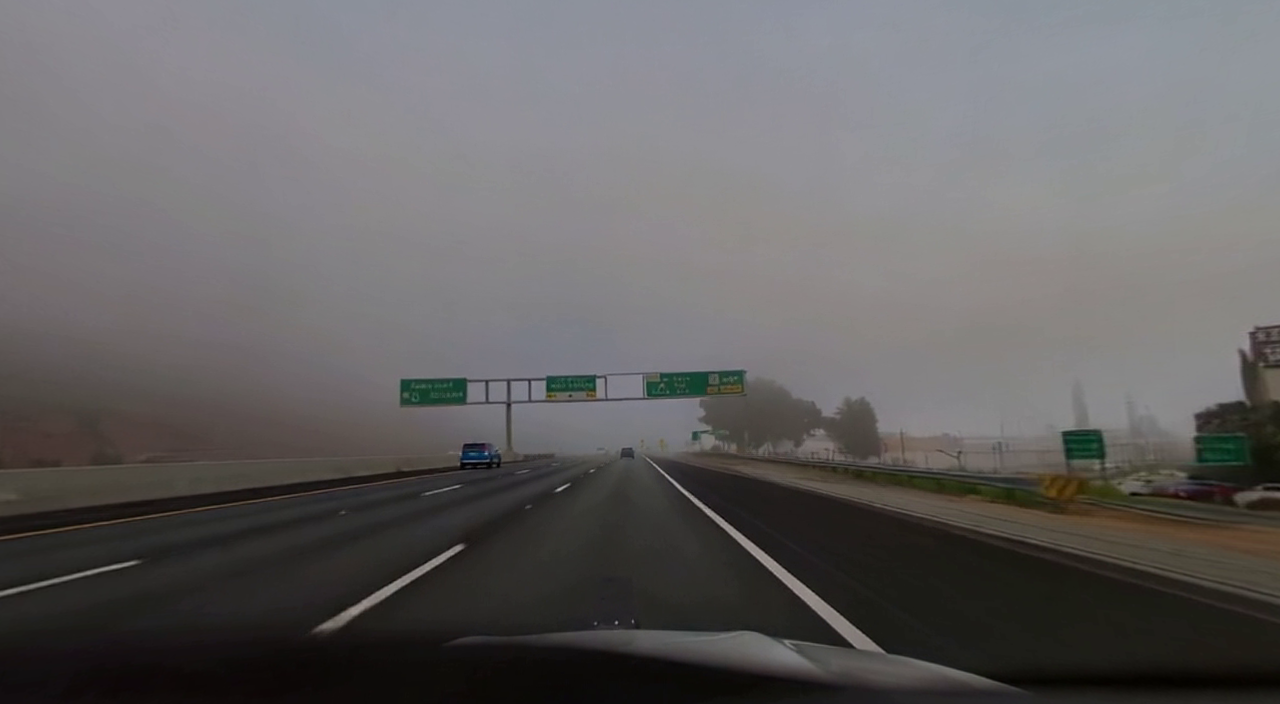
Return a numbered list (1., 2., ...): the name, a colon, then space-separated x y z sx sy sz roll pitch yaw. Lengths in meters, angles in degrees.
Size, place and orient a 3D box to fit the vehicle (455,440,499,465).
1. vehicle: -11.923 7.382 46.625 2.016 1.754 4.543 0 -8 0
